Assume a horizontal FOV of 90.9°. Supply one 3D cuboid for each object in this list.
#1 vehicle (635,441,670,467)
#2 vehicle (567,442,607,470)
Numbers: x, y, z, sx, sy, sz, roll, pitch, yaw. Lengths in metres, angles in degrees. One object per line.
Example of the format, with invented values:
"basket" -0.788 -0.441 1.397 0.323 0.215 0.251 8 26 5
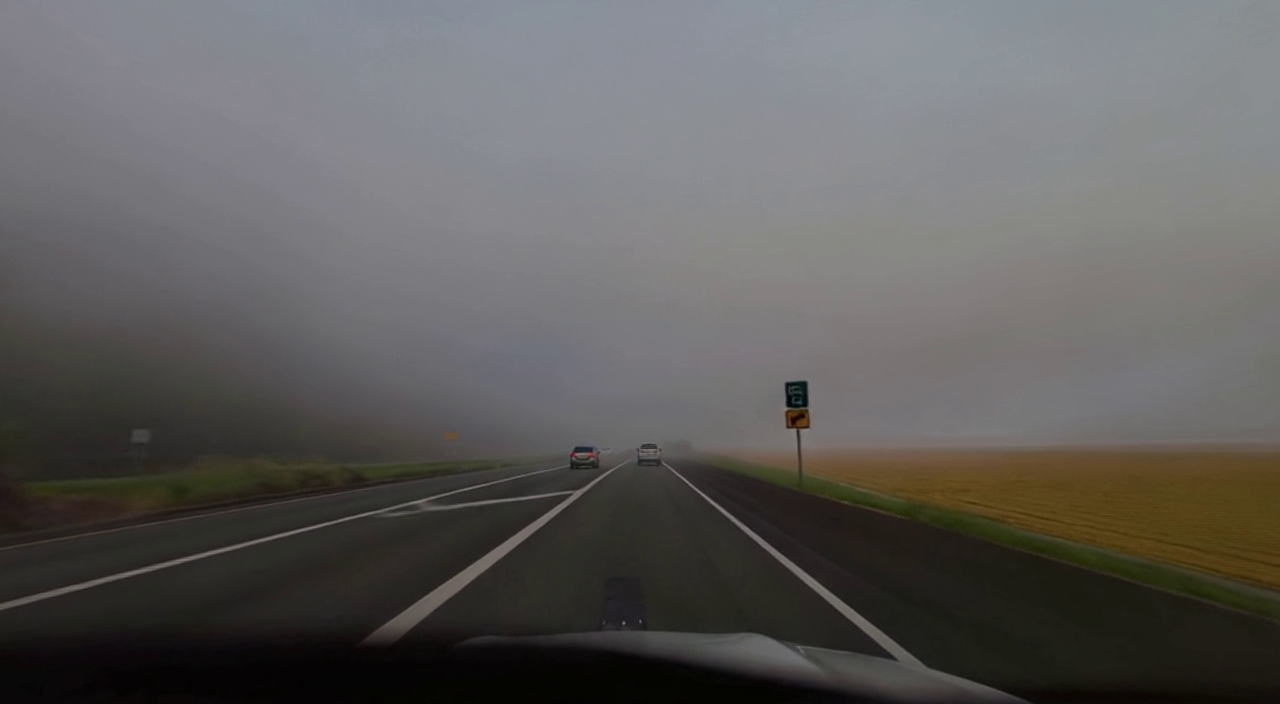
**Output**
"vehicle" 0.829 6.960 43.272 2.259 1.697 4.106 0 -8 1
"vehicle" -3.271 6.500 39.527 2.028 1.634 4.441 0 -8 1
